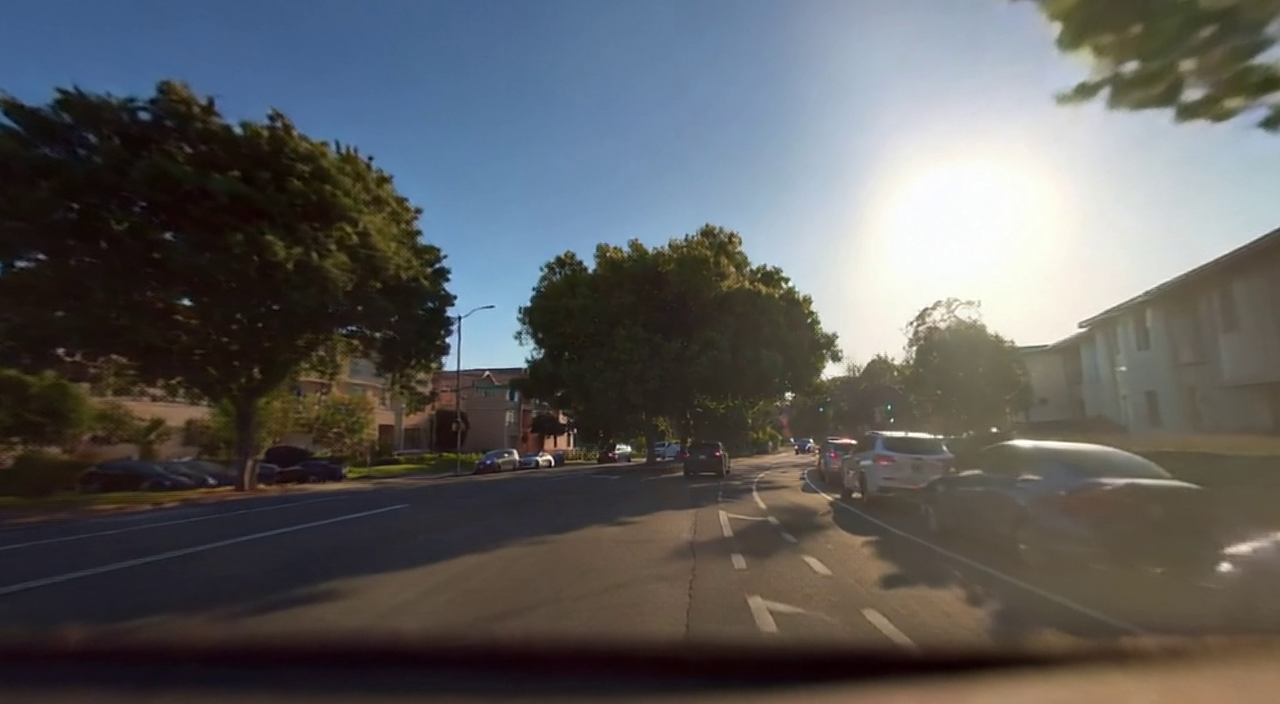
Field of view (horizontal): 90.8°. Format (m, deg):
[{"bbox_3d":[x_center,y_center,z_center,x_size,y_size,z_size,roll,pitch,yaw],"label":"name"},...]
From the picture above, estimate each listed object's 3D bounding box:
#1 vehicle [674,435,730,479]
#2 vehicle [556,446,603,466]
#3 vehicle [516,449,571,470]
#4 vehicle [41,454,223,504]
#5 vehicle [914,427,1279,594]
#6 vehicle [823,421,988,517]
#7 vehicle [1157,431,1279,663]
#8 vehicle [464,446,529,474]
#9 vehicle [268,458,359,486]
[{"bbox_3d":[2.731,4.438,27.022,1.852,1.680,4.488,-2,-9,12],"label":"vehicle"},{"bbox_3d":[-4.637,8.063,49.063,1.880,1.450,4.627,-3,-9,19],"label":"vehicle"},{"bbox_3d":[-6.563,7.335,43.477,1.893,1.310,4.719,-3,-9,17],"label":"vehicle"},{"bbox_3d":[-20.886,5.199,26.113,5.953,1.868,2.049,0,-10,5],"label":"vehicle"},{"bbox_3d":[5.317,1.813,8.205,1.879,1.547,4.378,-1,-8,5],"label":"vehicle"},{"bbox_3d":[5.672,2.547,14.288,2.128,1.795,4.622,-1,-8,6],"label":"vehicle"},{"bbox_3d":[4.951,1.032,2.627,1.940,1.456,4.502,0,-8,3],"label":"vehicle"},{"bbox_3d":[-8.337,6.298,37.117,1.918,1.508,4.353,-2,-8,15],"label":"vehicle"},{"bbox_3d":[-17.910,6.568,34.747,4.195,1.400,1.726,-2,-9,10],"label":"vehicle"}]
